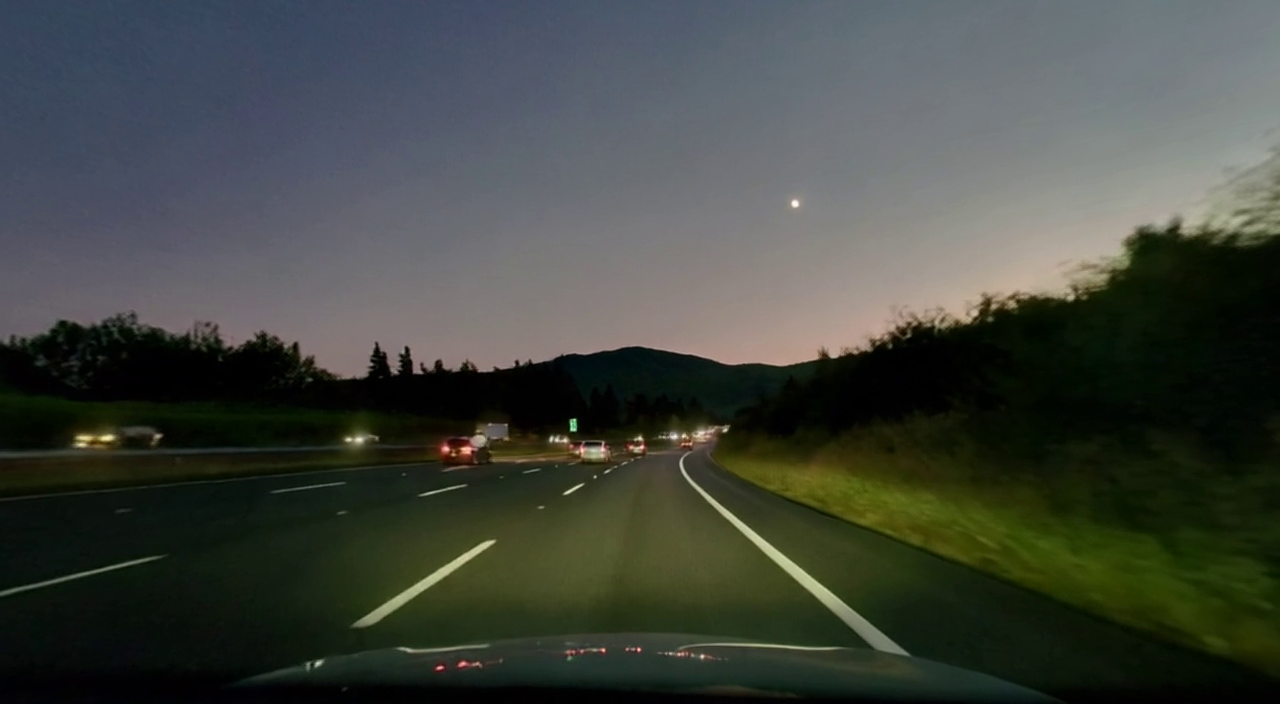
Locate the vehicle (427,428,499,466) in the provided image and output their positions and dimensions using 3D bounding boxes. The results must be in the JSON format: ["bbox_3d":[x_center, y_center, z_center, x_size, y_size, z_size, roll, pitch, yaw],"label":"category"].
[{"bbox_3d":[-10.050,5.483,36.332,2.264,1.980,5.574,0,-9,3],"label":"vehicle"}]

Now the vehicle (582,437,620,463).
[{"bbox_3d":[-2.562,6.627,42.600,2.035,1.673,4.469,0,-9,4],"label":"vehicle"}]
